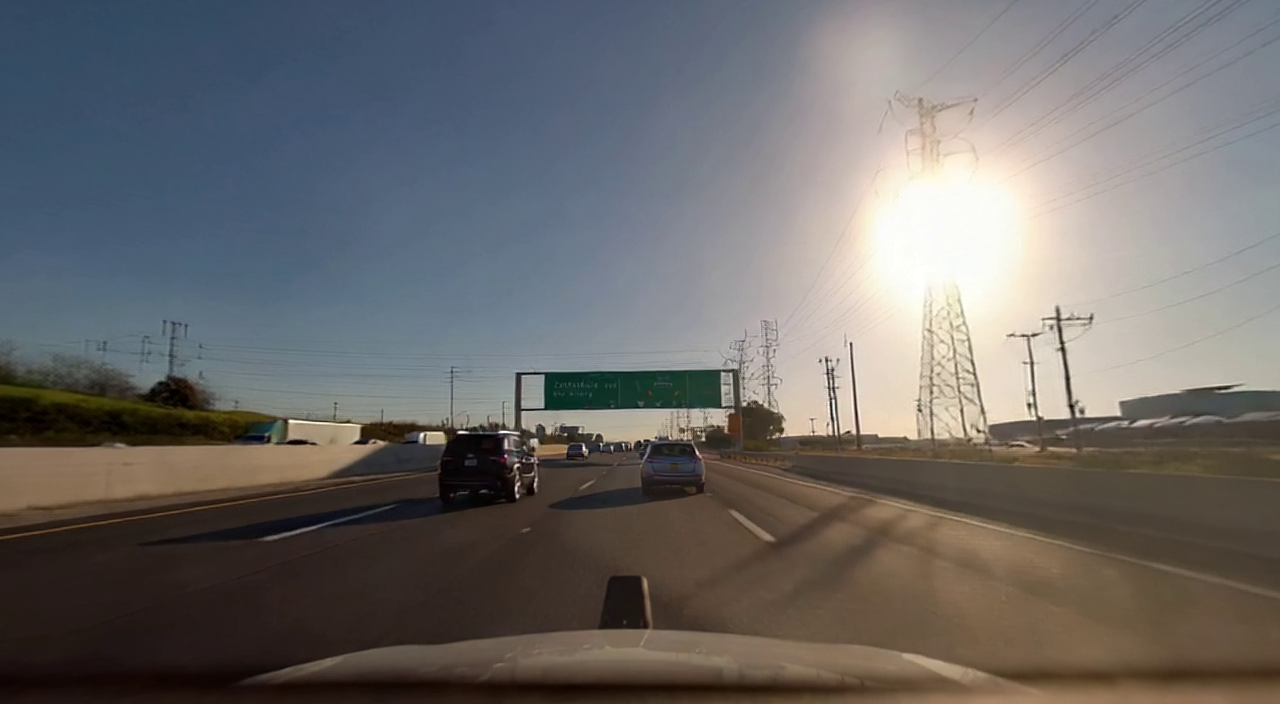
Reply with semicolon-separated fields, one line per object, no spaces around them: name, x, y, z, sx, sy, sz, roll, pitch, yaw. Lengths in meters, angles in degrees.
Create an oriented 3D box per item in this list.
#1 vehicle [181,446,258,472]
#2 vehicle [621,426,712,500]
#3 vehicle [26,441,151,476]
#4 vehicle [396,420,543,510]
vehicle;-27.950;7.075;42.146;2.030;1.569;4.801;0;-8;-3
vehicle;0.663;2.937;17.048;2.134;1.733;4.049;0;-8;1
vehicle;-30.867;5.949;35.601;2.229;1.826;5.424;0;-8;-2
vehicle;-3.717;2.570;14.727;2.125;1.764;4.393;0;-8;1
